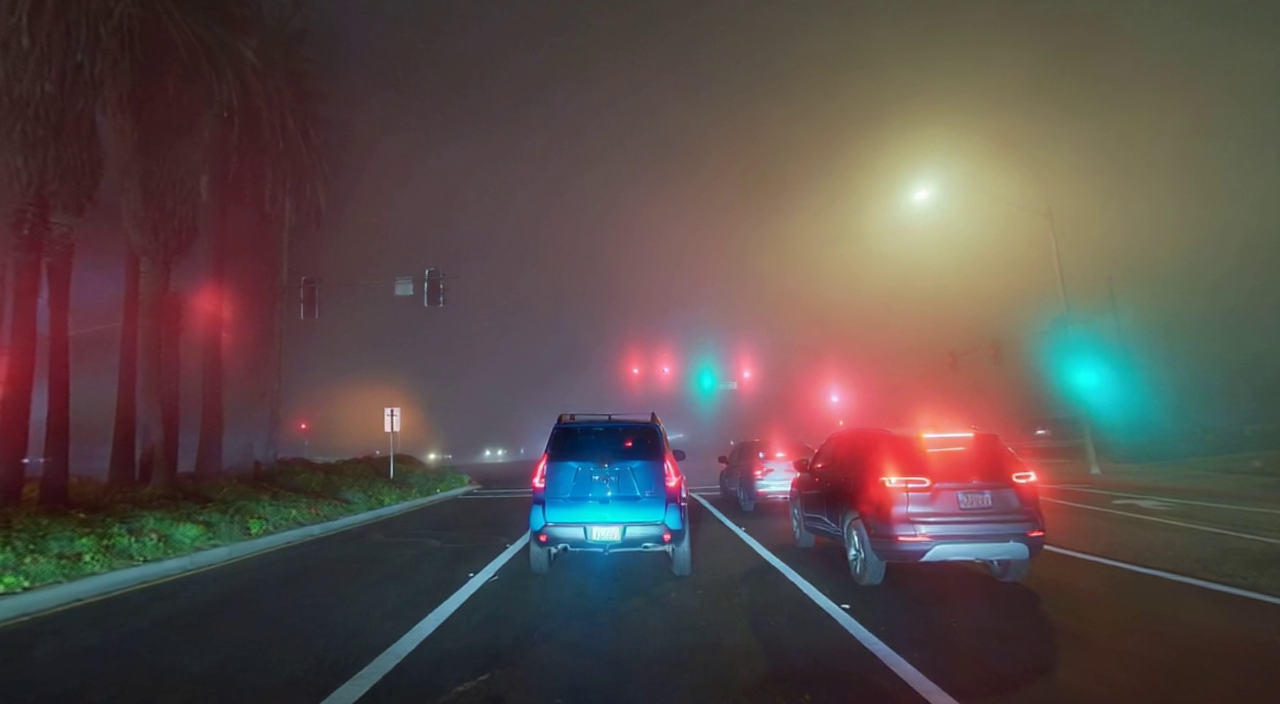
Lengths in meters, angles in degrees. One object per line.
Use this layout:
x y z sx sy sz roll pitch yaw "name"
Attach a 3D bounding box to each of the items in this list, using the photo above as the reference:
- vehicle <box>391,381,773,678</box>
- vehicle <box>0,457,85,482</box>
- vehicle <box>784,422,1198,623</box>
-0.334 1.313 5.695 2.172 1.694 4.055 0 -8 0 "vehicle"
-45.442 8.822 47.248 5.347 1.785 2.123 0 -8 2 "vehicle"
3.118 1.603 6.953 1.971 1.473 4.495 0 -8 0 "vehicle"
